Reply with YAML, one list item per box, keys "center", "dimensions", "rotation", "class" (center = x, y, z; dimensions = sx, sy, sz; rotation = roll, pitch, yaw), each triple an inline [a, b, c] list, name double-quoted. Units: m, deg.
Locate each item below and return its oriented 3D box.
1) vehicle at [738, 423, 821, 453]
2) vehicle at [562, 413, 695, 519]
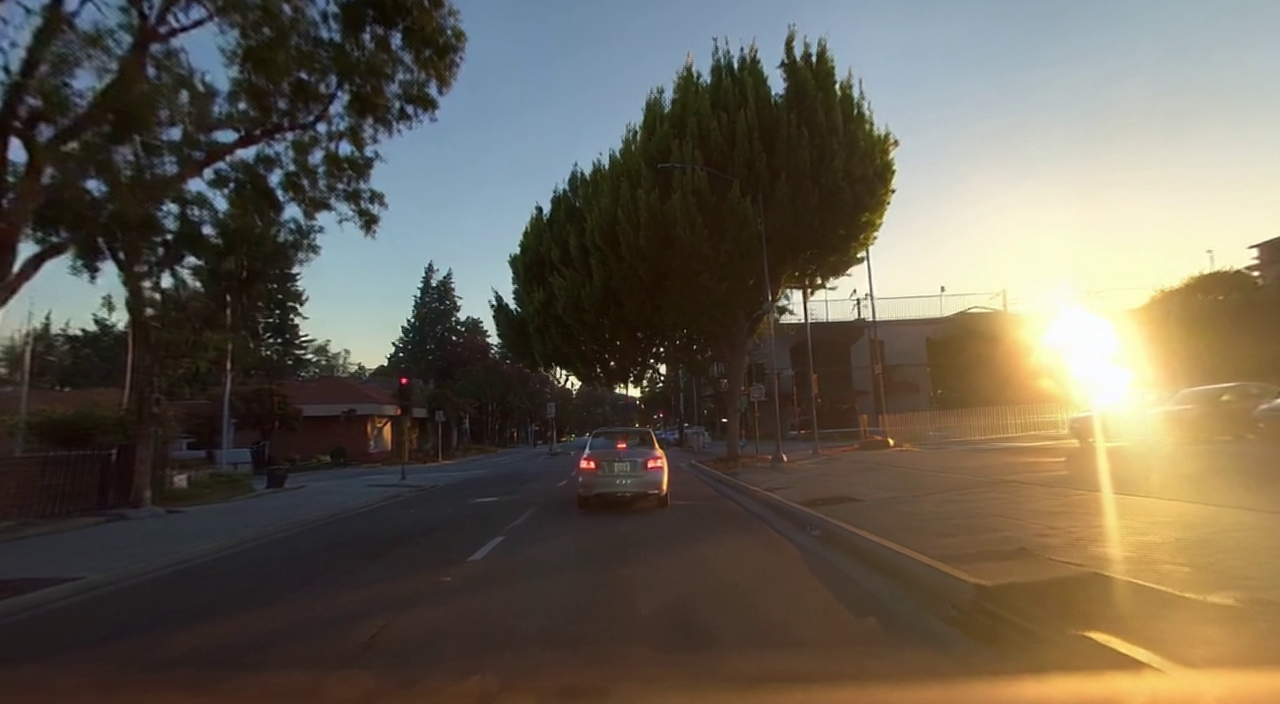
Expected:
- center: [8.159, 5.062, 37.110]
  dimensions: [4.401, 1.651, 1.966]
  rotation: [-1, -8, 1]
  class: "vehicle"
- center: [-0.167, 2.112, 12.131]
  dimensions: [2.142, 1.686, 3.816]
  rotation: [-1, -8, 1]
  class: "vehicle"
